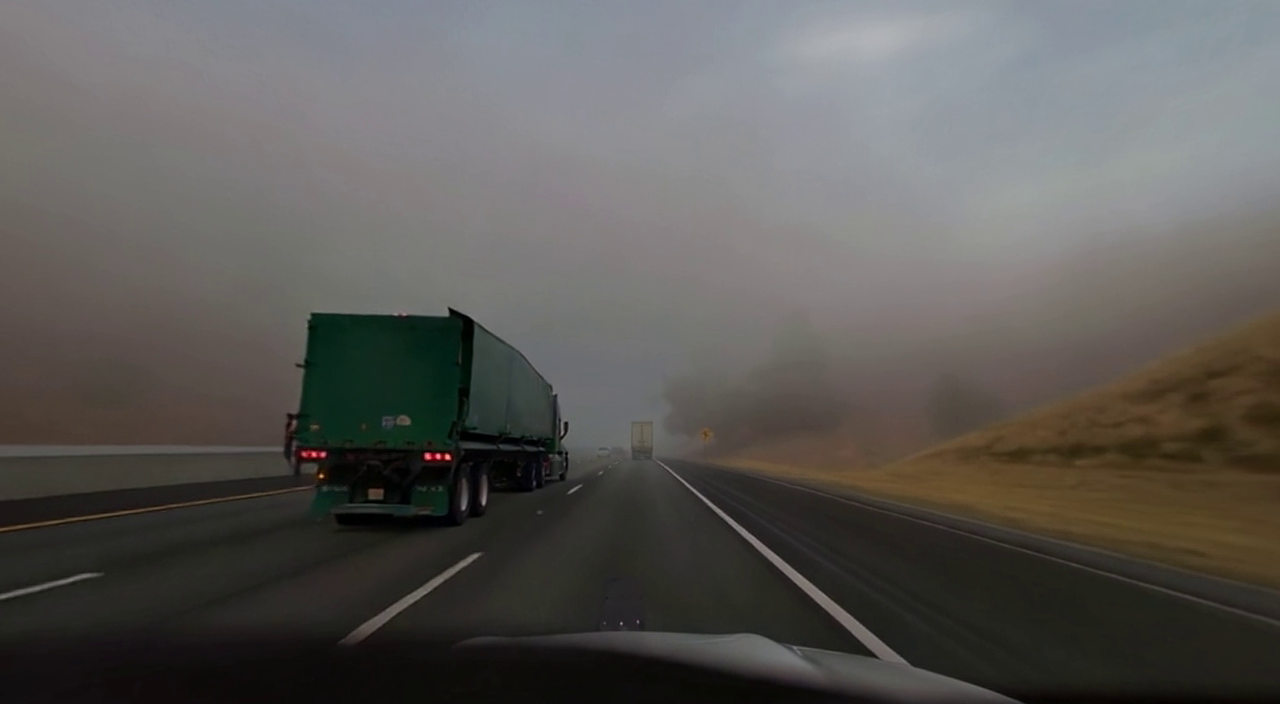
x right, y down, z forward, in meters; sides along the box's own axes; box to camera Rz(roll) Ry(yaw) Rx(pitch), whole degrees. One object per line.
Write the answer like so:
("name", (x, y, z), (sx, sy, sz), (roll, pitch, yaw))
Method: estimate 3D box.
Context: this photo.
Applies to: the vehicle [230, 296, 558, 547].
("vehicle", (-3.879, 1.686, 13.695), (2.789, 3.271, 10.894), (1, -9, 0))
